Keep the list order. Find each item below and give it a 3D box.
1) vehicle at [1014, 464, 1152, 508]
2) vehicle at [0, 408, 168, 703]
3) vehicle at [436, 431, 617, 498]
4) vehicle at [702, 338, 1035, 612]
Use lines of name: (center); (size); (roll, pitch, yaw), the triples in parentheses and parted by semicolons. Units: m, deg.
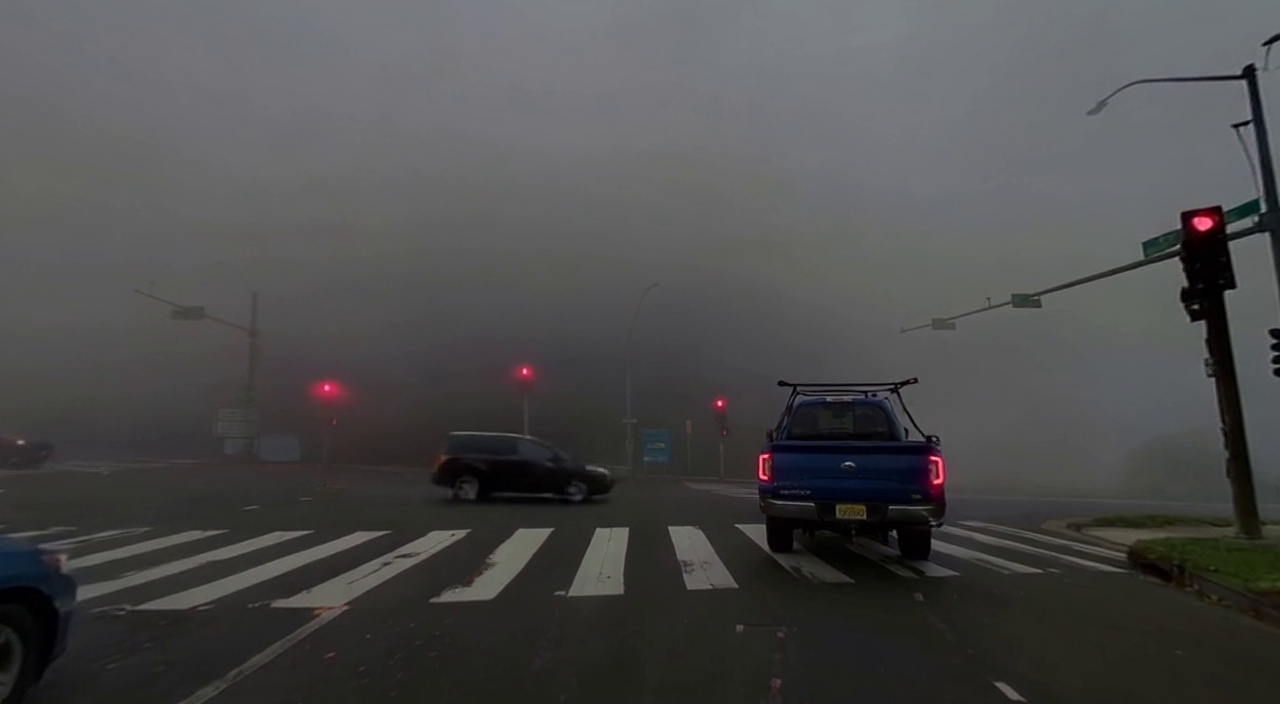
vehicle: (18.975, 5.747, 27.139); (4.356, 1.498, 1.957); (-3, -8, 2)
vehicle: (-4.099, 0.844, 1.905); (1.913, 1.491, 4.547); (1, -9, -2)
vehicle: (-3.126, 3.140, 17.806); (4.695, 1.729, 2.067); (2, -9, -9)
vehicle: (2.618, 1.527, 8.783); (2.851, 2.400, 5.978); (-1, -9, 11)
